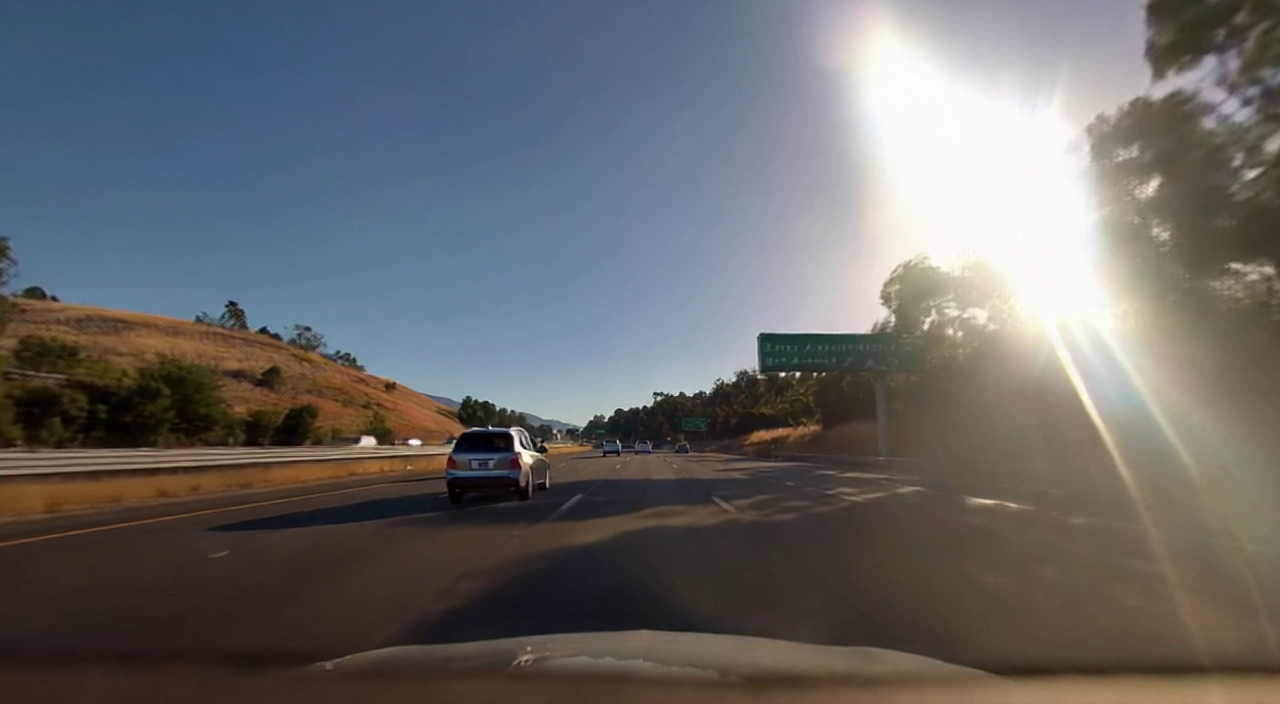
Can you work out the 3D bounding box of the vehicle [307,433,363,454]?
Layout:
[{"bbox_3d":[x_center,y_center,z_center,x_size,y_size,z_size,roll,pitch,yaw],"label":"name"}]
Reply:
[{"bbox_3d":[-23.285,7.025,48.330,1.947,1.558,4.555,-1,-9,1],"label":"vehicle"}]

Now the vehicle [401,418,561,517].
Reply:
[{"bbox_3d":[-3.317,2.557,14.391,2.218,1.848,4.789,-1,-9,2],"label":"vehicle"}]
